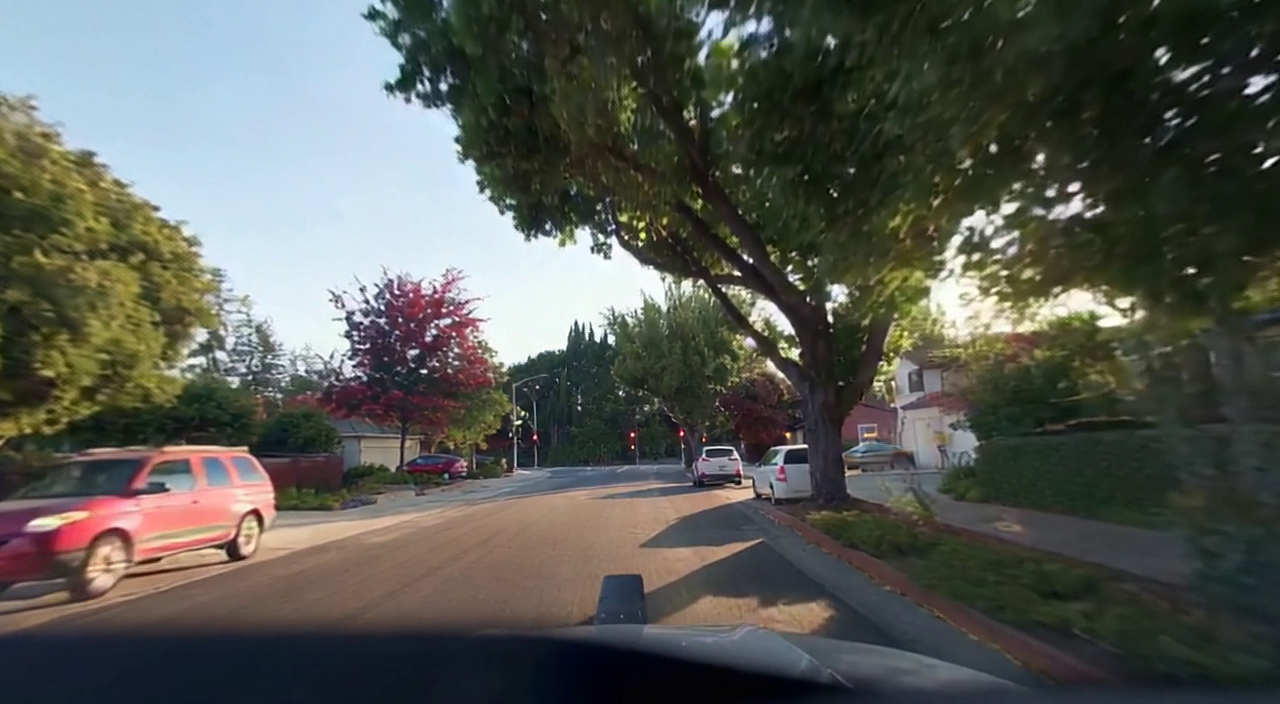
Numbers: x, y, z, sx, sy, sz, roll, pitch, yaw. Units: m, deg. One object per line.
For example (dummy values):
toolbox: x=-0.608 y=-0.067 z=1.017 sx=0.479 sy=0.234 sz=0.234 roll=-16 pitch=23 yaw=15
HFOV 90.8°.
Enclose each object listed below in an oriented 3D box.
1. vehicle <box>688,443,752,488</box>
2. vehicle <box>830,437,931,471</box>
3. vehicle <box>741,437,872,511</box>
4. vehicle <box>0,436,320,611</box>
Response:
vehicle: x=3.113 y=4.512 z=25.437 sx=2.037 sy=1.595 sz=4.536 roll=-1 pitch=-9 yaw=1
vehicle: x=12.468 y=5.322 z=33.032 sx=4.470 sy=1.624 sz=2.047 roll=-2 pitch=-9 yaw=6
vehicle: x=4.036 y=3.054 z=16.263 sx=2.043 sy=1.585 sz=4.687 roll=-1 pitch=-9 yaw=-1
vehicle: x=-6.913 y=2.116 z=8.815 sx=2.119 sy=1.760 sz=4.294 roll=-2 pitch=-9 yaw=10
